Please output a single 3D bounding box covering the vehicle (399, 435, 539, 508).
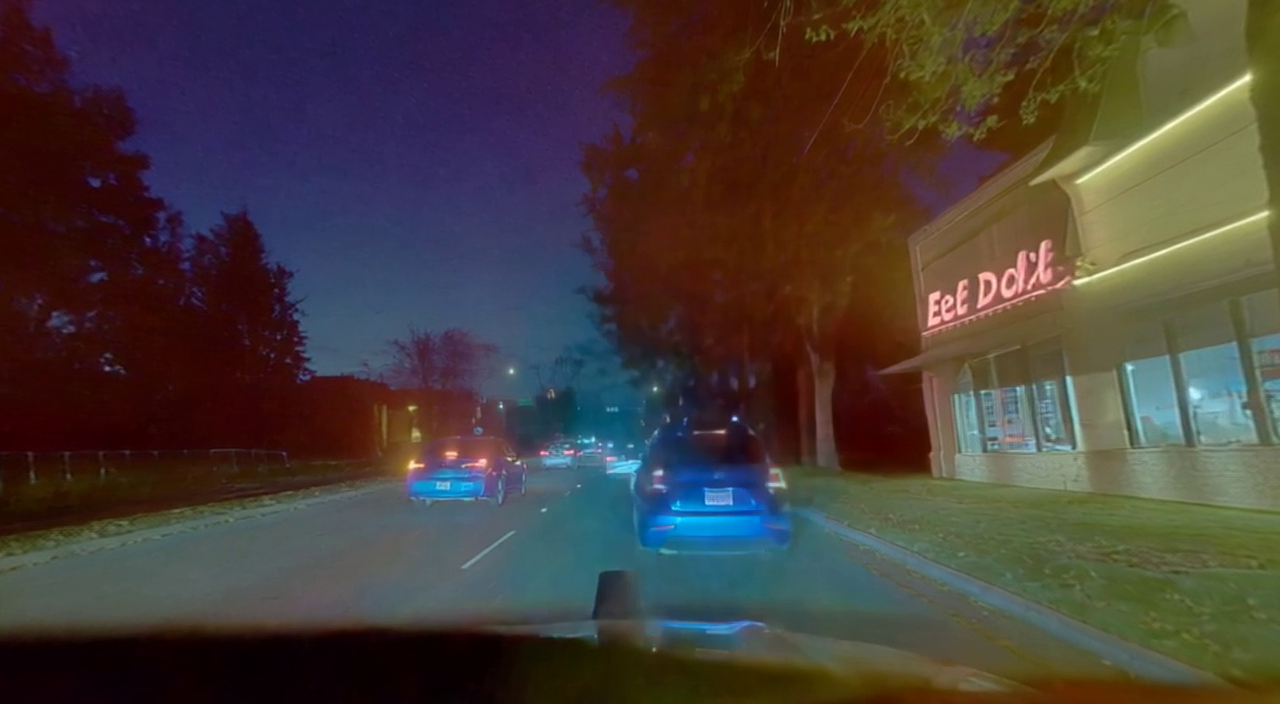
[{"bbox_3d":[-3.862,2.778,15.075,2.026,1.466,4.282,0,-8,2],"label":"vehicle"}]

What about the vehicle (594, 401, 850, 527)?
[{"bbox_3d":[1.384,2.096,12.234,2.052,1.955,4.642,8,-12,-43],"label":"vehicle"}]

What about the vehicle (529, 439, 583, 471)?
[{"bbox_3d":[-4.092,5.106,31.318,2.042,1.470,4.123,0,-8,1],"label":"vehicle"}]

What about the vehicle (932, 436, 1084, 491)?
[{"bbox_3d":[12.274,3.719,21.123,3.871,1.525,1.835,-3,-9,0],"label":"vehicle"}]
